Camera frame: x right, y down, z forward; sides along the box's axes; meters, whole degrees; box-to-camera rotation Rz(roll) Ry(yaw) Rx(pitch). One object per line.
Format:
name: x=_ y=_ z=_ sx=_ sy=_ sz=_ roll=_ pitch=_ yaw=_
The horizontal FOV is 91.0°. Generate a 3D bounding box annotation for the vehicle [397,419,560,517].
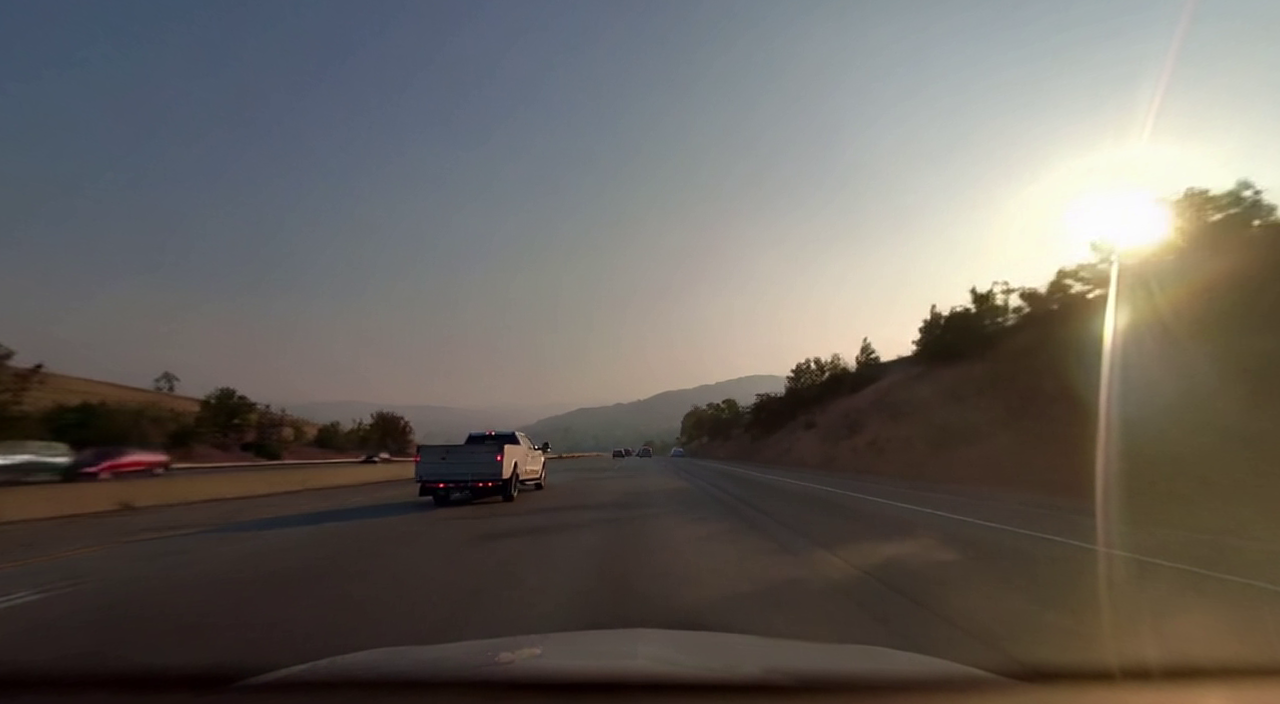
vehicle: x=-3.542 y=2.705 z=15.228 sx=2.379 sy=1.918 sz=5.504 roll=0 pitch=-9 yaw=1

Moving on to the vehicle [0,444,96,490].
vehicle: x=-29.084 y=5.246 z=29.016 sx=2.420 sy=1.974 sz=6.229 roll=0 pitch=-9 yaw=0
